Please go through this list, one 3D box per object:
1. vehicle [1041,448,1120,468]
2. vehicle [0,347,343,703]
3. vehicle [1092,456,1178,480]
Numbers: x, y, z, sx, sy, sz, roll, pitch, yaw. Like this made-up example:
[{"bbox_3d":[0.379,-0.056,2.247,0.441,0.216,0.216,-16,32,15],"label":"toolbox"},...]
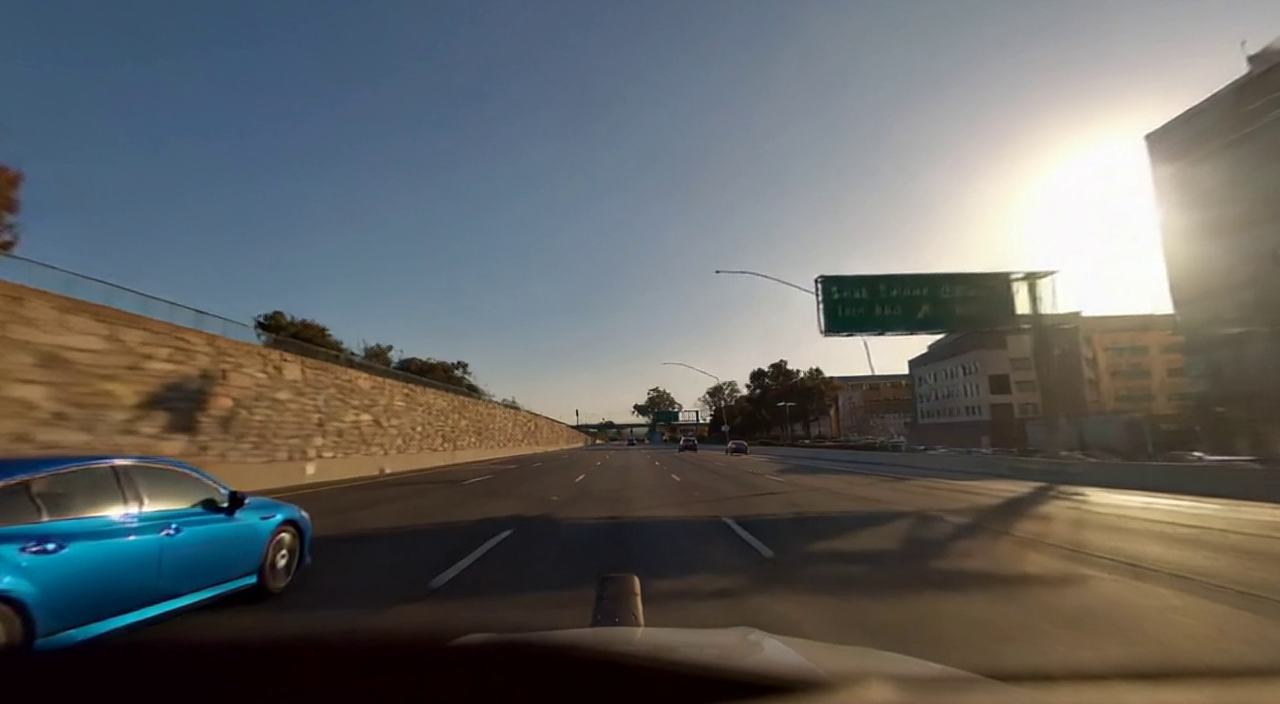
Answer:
[{"bbox_3d":[33.937,8.186,48.767,4.640,1.514,1.862,0,-8,2],"label":"vehicle"},{"bbox_3d":[-3.784,0.950,3.650,2.070,1.641,4.315,0,-8,-1],"label":"vehicle"},{"bbox_3d":[33.667,7.879,43.020,4.380,1.493,1.722,1,-8,-2],"label":"vehicle"}]
